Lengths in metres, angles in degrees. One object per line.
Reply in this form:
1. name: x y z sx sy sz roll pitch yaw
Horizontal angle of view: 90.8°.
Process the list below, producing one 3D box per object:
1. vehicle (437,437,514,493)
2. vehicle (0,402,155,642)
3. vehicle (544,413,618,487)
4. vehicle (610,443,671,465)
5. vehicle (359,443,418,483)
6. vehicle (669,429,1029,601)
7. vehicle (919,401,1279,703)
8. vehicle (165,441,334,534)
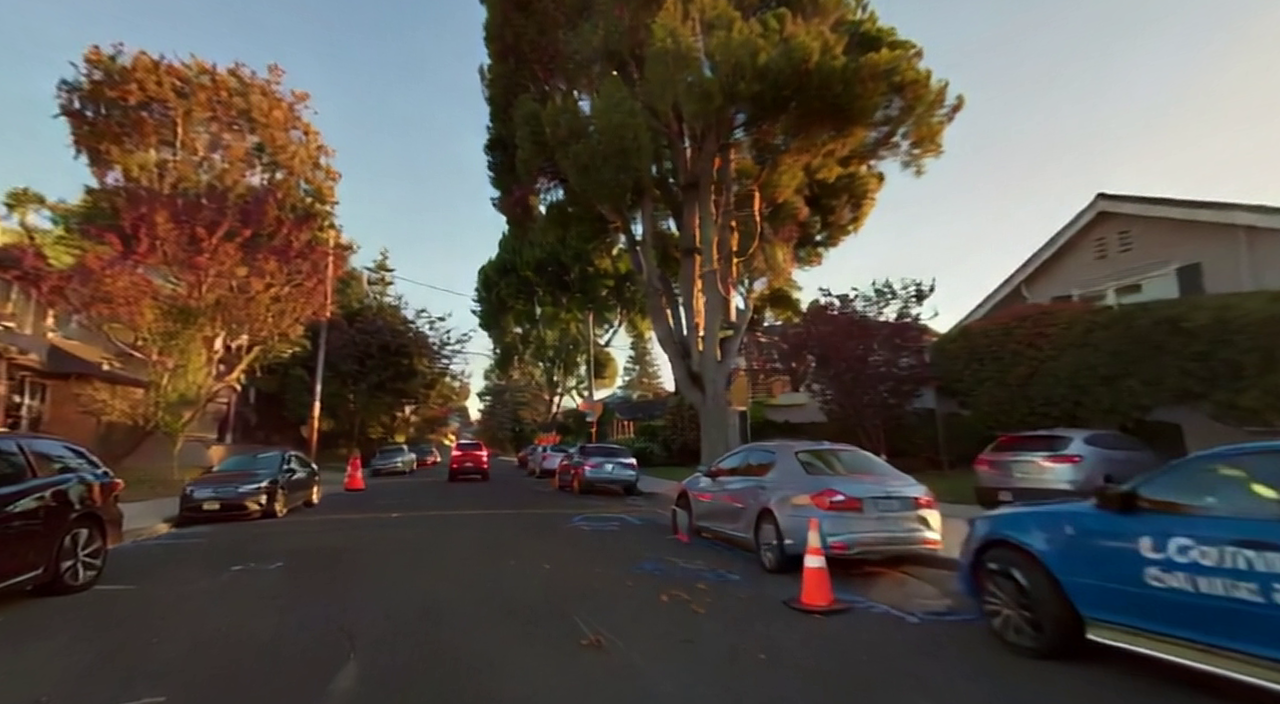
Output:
1. vehicle: -5.812 3.915 22.329 2.350 1.748 4.094 2 -9 -15
2. vehicle: -5.733 1.220 4.310 2.154 1.764 4.797 2 -8 -16
3. vehicle: -2.764 4.362 28.180 2.268 2.900 5.980 2 -9 -15
4. vehicle: 0.012 7.854 48.773 4.486 1.629 1.792 2 -9 -12
5. vehicle: -12.931 5.684 32.792 2.241 1.822 4.728 0 -8 -15
6. vehicle: 2.142 1.858 8.391 1.996 1.497 5.022 1 -9 -16
7. vehicle: 3.739 0.947 2.424 2.400 1.515 4.710 2 -9 -15
8. vehicle: -8.470 2.886 14.243 1.877 1.608 4.529 2 -7 -14
